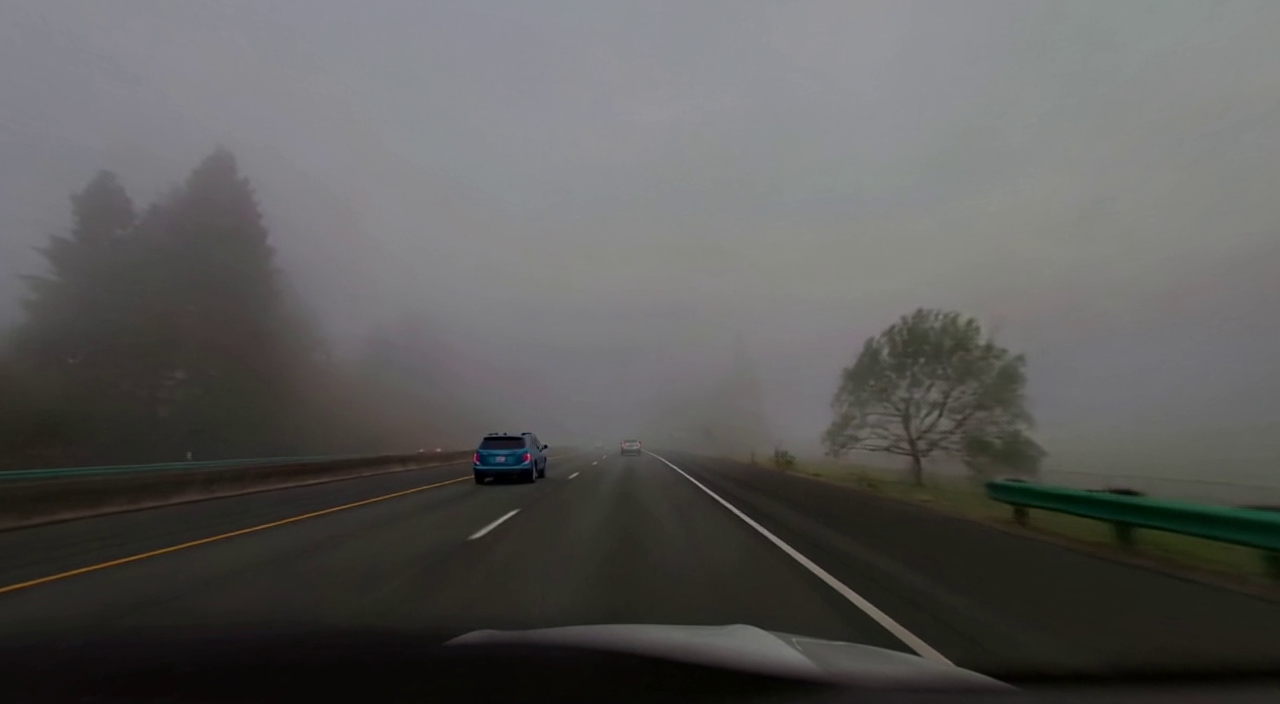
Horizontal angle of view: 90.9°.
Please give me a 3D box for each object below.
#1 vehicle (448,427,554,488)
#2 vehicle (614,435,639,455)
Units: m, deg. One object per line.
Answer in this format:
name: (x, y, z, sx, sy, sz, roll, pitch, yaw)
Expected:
vehicle: (-3.909, 3.037, 18.656, 2.072, 1.545, 4.767, 0, -8, 0)
vehicle: (-0.980, 6.844, 46.524, 1.836, 1.450, 3.519, 0, -8, -1)
